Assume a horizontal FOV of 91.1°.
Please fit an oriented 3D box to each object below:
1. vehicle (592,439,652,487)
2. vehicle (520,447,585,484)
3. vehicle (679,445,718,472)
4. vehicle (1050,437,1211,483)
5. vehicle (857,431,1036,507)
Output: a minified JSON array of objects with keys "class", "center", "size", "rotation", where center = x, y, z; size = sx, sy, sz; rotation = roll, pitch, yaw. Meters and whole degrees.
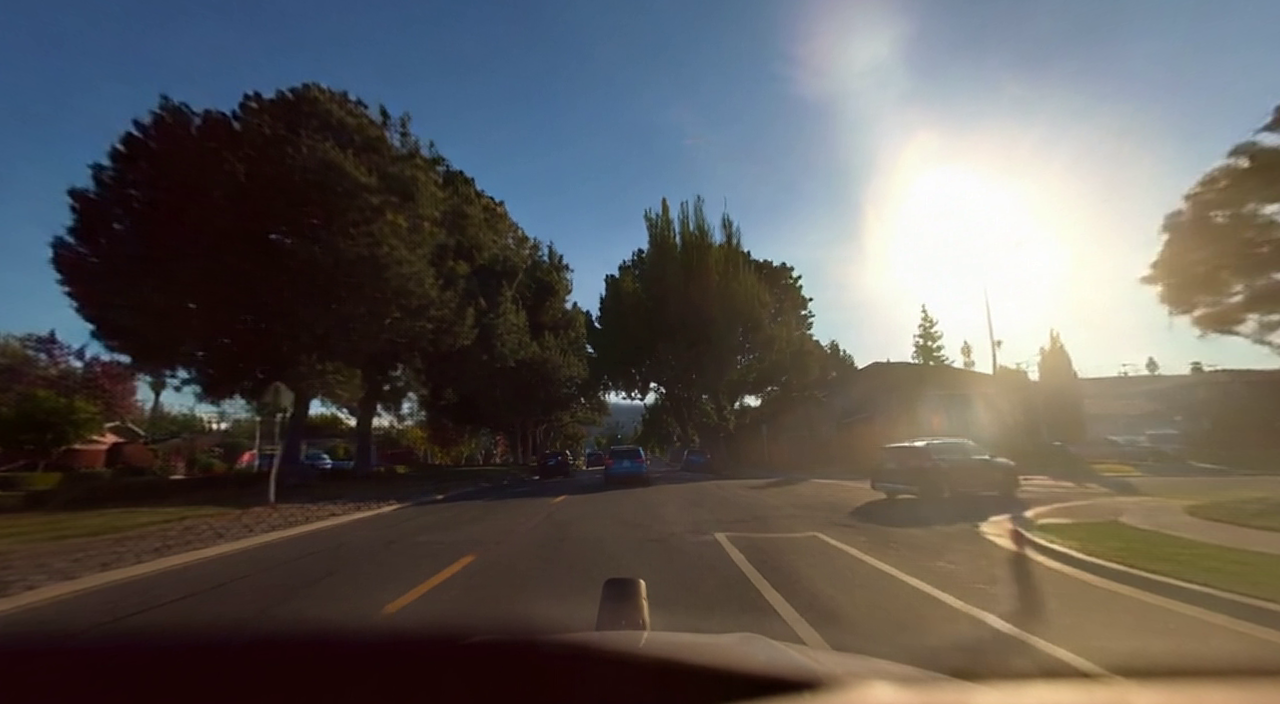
[{"class":"vehicle","center":[-0.634,4.422,25.345],"size":[2.220,1.742,4.047],"rotation":[0,-8,1]},{"class":"vehicle","center":[-3.640,4.818,27.018],"size":[2.032,1.433,4.458],"rotation":[0,-8,1]},{"class":"vehicle","center":[4.090,7.532,44.643],"size":[2.332,1.769,4.518],"rotation":[0,-8,1]},{"class":"vehicle","center":[18.973,4.190,24.460],"size":[4.532,1.674,2.051],"rotation":[0,-9,-1]},{"class":"vehicle","center":[8.086,2.972,16.404],"size":[4.820,1.677,2.192],"rotation":[7,-11,-38]}]
